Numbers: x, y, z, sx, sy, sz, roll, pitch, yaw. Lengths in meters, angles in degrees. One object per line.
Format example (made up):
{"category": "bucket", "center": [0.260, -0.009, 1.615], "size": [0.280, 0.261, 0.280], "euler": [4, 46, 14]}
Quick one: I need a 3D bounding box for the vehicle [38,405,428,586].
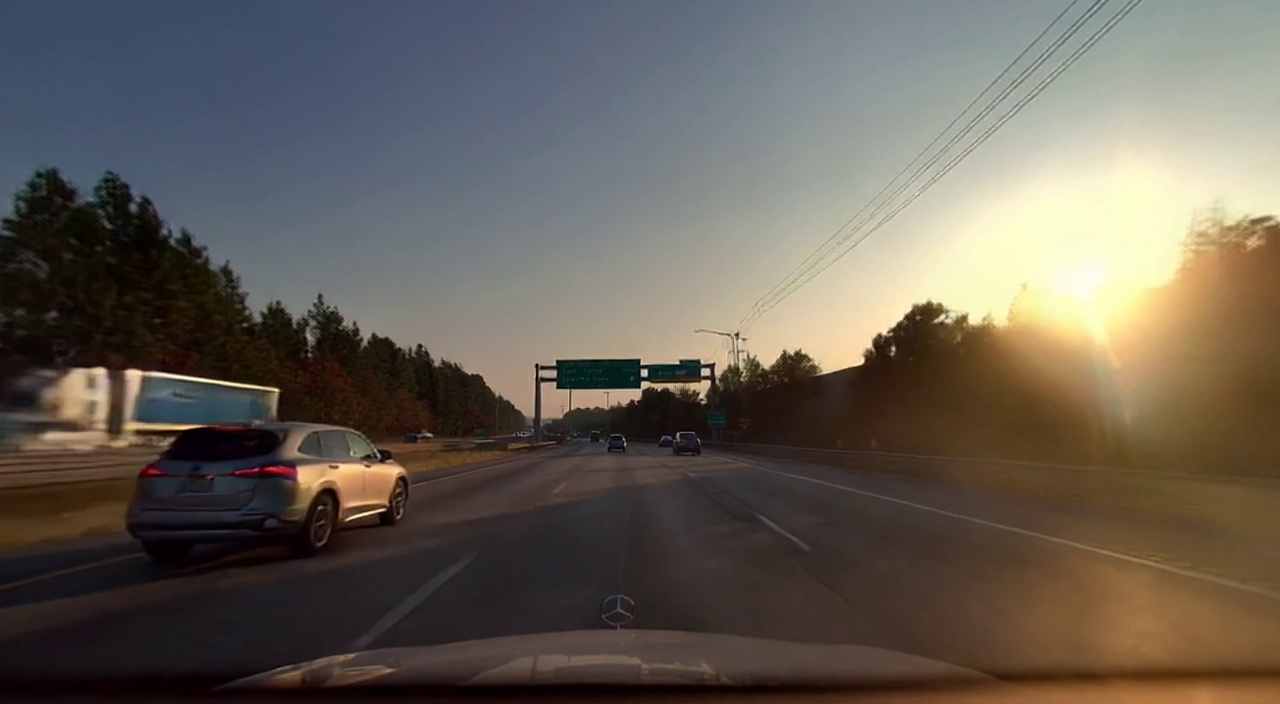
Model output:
{"category": "vehicle", "center": [-4.319, 1.540, 7.709], "size": [2.100, 1.590, 4.077], "euler": [0, -7, -1]}

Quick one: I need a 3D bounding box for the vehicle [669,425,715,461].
{"category": "vehicle", "center": [2.807, 4.971, 34.599], "size": [1.976, 1.905, 3.263], "euler": [0, -7, -5]}

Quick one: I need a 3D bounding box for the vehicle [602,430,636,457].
{"category": "vehicle", "center": [-1.430, 6.139, 42.401], "size": [2.159, 1.690, 3.720], "euler": [0, -7, -3]}
